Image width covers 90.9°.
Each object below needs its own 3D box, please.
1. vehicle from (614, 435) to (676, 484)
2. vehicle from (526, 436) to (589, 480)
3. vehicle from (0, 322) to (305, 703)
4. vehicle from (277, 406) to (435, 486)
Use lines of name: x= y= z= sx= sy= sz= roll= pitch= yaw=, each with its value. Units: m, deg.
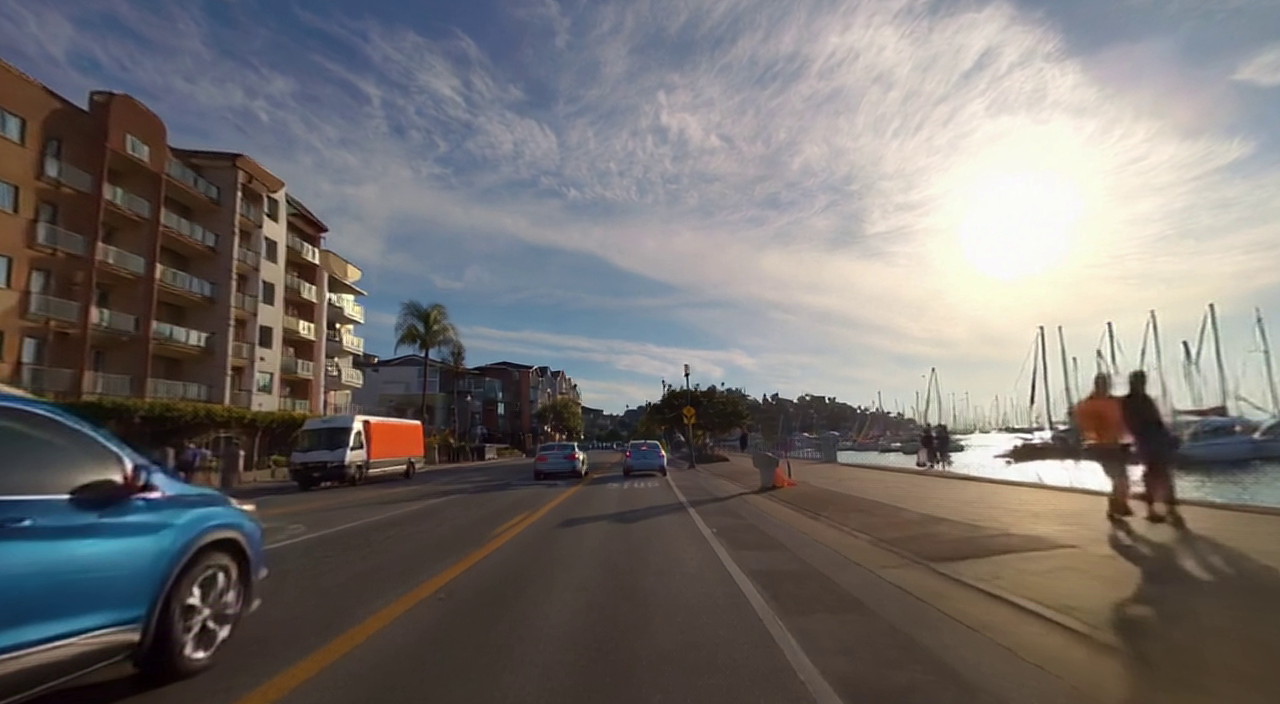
vehicle: x=0.161 y=3.887 z=22.991 sx=2.057 sy=1.624 sz=3.726 roll=0 pitch=-9 yaw=0
vehicle: x=-3.402 y=4.497 z=26.907 sx=2.056 sy=1.680 sz=4.205 roll=-1 pitch=-9 yaw=1
vehicle: x=-3.565 y=0.774 z=2.261 sx=2.082 sy=1.817 sz=4.724 roll=0 pitch=-9 yaw=0
vehicle: x=-13.339 y=4.634 z=30.903 sx=2.924 sy=3.288 sz=9.352 roll=-1 pitch=-9 yaw=3
